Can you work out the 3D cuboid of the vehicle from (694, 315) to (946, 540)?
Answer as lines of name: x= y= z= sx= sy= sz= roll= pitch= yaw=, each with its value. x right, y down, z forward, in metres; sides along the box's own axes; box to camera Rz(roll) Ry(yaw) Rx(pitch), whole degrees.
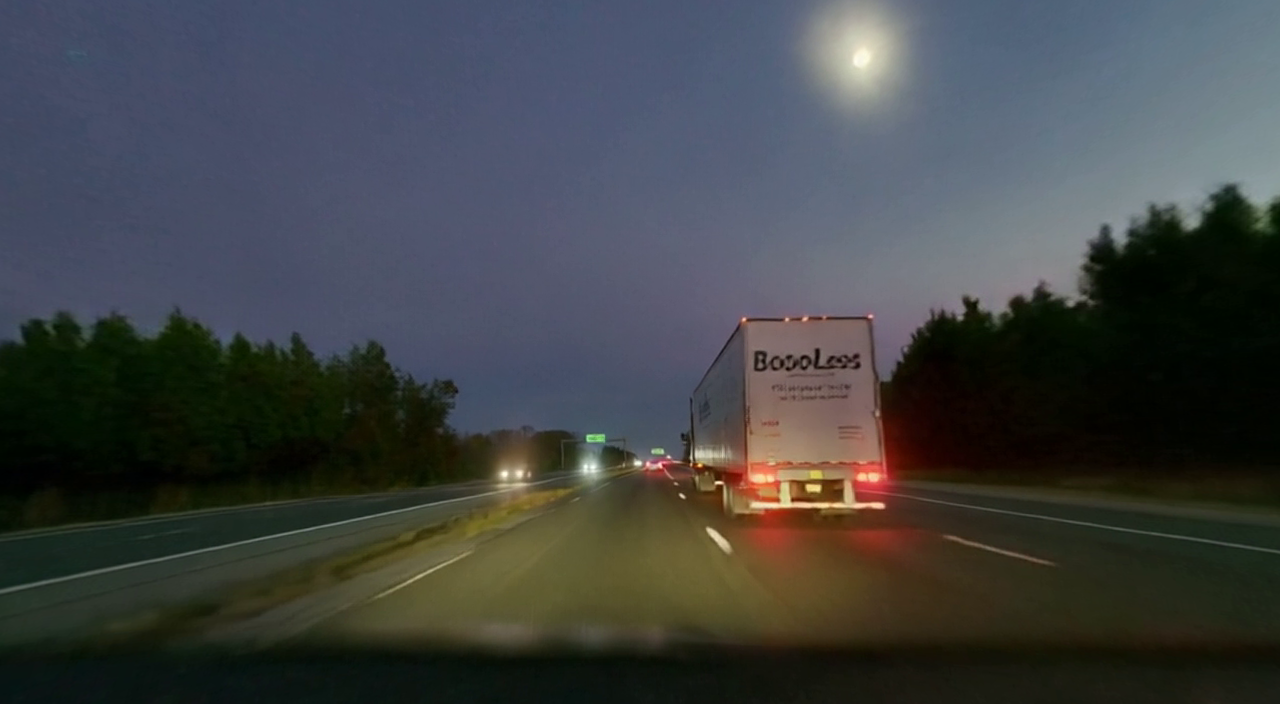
vehicle: x=3.968 y=2.693 z=20.074 sx=3.537 sy=4.071 sz=17.399 roll=-1 pitch=-9 yaw=2
